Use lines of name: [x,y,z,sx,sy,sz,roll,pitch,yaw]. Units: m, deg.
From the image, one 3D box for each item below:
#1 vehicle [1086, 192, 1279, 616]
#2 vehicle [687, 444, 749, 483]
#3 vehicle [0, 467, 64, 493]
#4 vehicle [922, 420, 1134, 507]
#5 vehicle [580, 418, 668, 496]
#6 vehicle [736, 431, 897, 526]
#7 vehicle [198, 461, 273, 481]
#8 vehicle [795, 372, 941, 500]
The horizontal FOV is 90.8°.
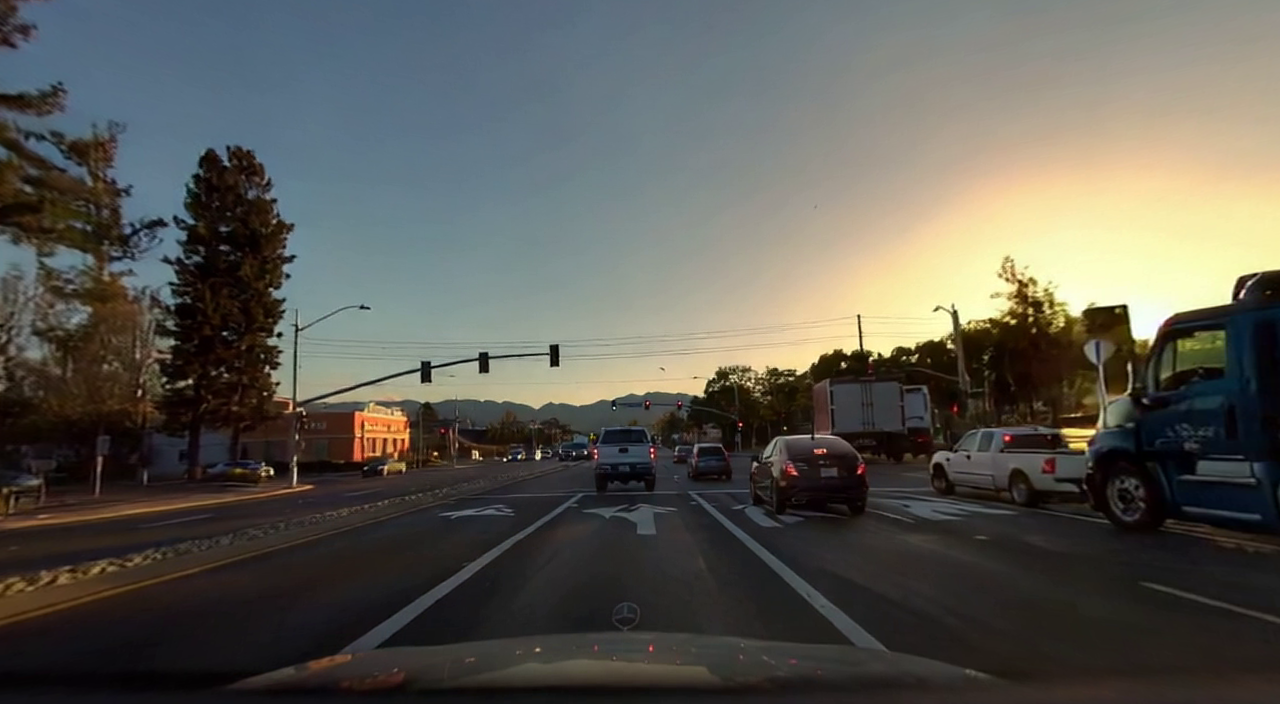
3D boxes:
vehicle: [6.475,0.139,3.254,2.802,3.322,7.429,0,-9,0]
vehicle: [3.155,4.588,26.338,1.922,1.483,4.436,0,-9,-1]
vehicle: [-38.188,7.815,38.666,4.150,1.474,1.826,-1,-9,6]
vehicle: [10.232,3.004,17.459,2.163,1.973,5.692,0,-9,-1]
vehicle: [-0.488,3.389,20.636,2.499,2.183,5.111,0,-9,-1]
vehicle: [3.393,2.543,13.312,1.905,1.587,4.998,0,-9,0]
vehicle: [-31.781,9.326,49.708,4.457,1.434,1.949,0,-9,-1]
vehicle: [8.000,3.282,24.042,2.970,3.681,11.138,-2,-9,9]
